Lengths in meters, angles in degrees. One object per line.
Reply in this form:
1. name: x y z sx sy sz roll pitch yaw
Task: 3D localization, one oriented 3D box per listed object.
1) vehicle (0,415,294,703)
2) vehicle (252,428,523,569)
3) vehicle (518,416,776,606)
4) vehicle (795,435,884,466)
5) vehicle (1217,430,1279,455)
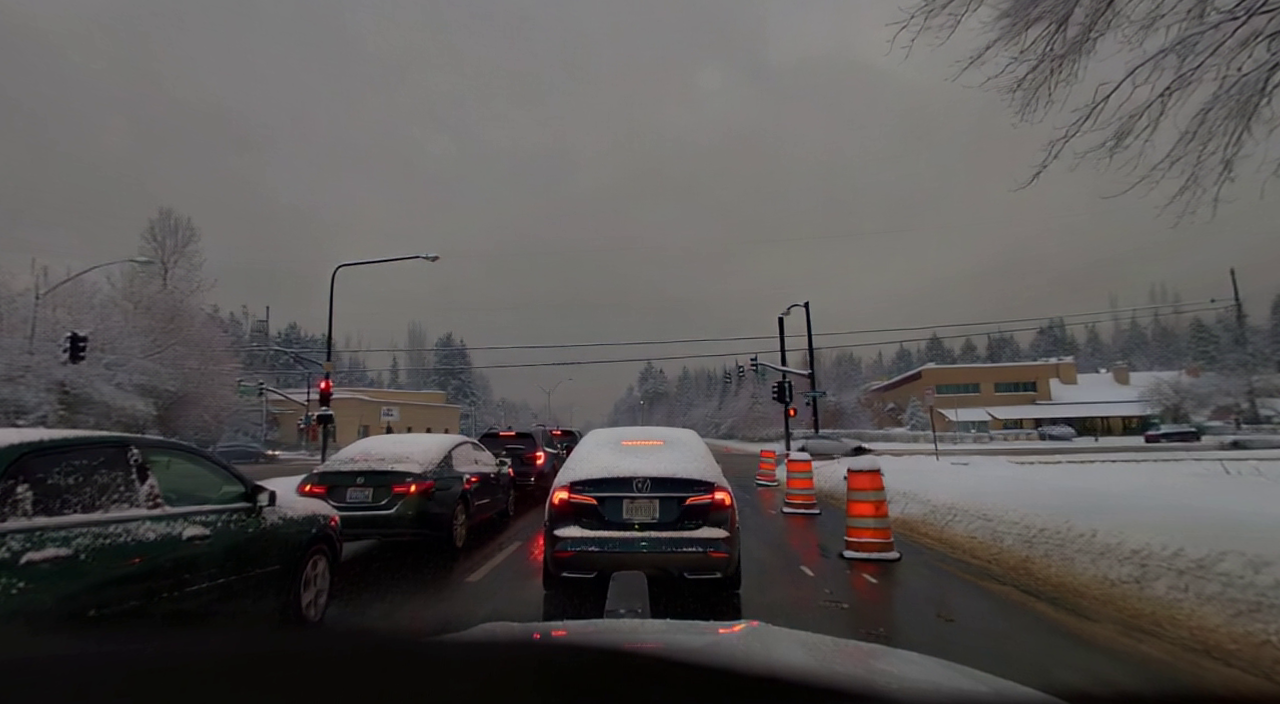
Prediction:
1. vehicle: -3.595 0.943 2.146 2.064 1.497 4.722 0 -9 1
2. vehicle: -3.282 1.995 9.444 1.989 1.541 4.626 0 -9 2
3. vehicle: 0.100 1.617 7.212 2.167 1.560 3.676 0 -9 1
4. vehicle: 12.851 6.406 40.863 5.082 1.907 2.115 0 -9 3
5. vehicle: 40.426 5.897 40.904 4.051 1.583 1.794 0 -9 1
